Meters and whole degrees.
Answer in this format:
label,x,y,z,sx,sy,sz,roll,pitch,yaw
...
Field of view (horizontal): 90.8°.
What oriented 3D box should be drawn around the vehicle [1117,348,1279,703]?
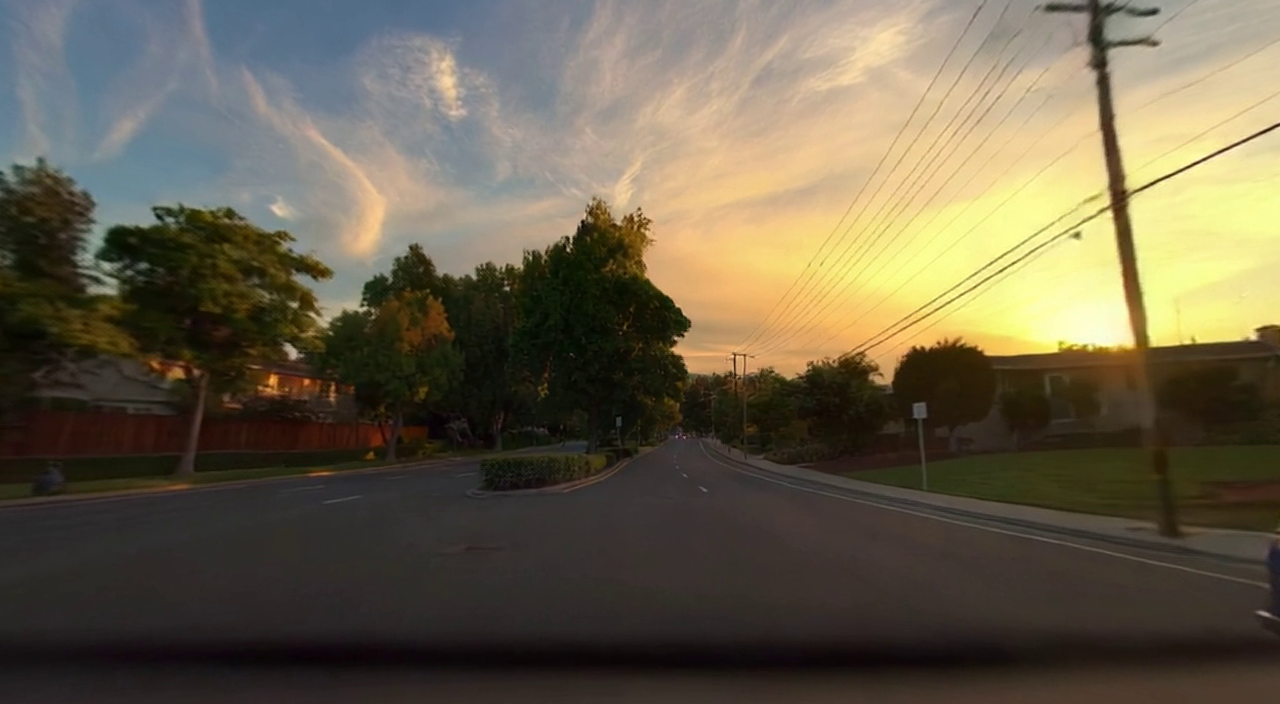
label,x,y,z,sx,sy,sz,roll,pitch,yaw
vehicle,4.052,0.644,1.411,2.193,1.777,4.772,0,-9,0
